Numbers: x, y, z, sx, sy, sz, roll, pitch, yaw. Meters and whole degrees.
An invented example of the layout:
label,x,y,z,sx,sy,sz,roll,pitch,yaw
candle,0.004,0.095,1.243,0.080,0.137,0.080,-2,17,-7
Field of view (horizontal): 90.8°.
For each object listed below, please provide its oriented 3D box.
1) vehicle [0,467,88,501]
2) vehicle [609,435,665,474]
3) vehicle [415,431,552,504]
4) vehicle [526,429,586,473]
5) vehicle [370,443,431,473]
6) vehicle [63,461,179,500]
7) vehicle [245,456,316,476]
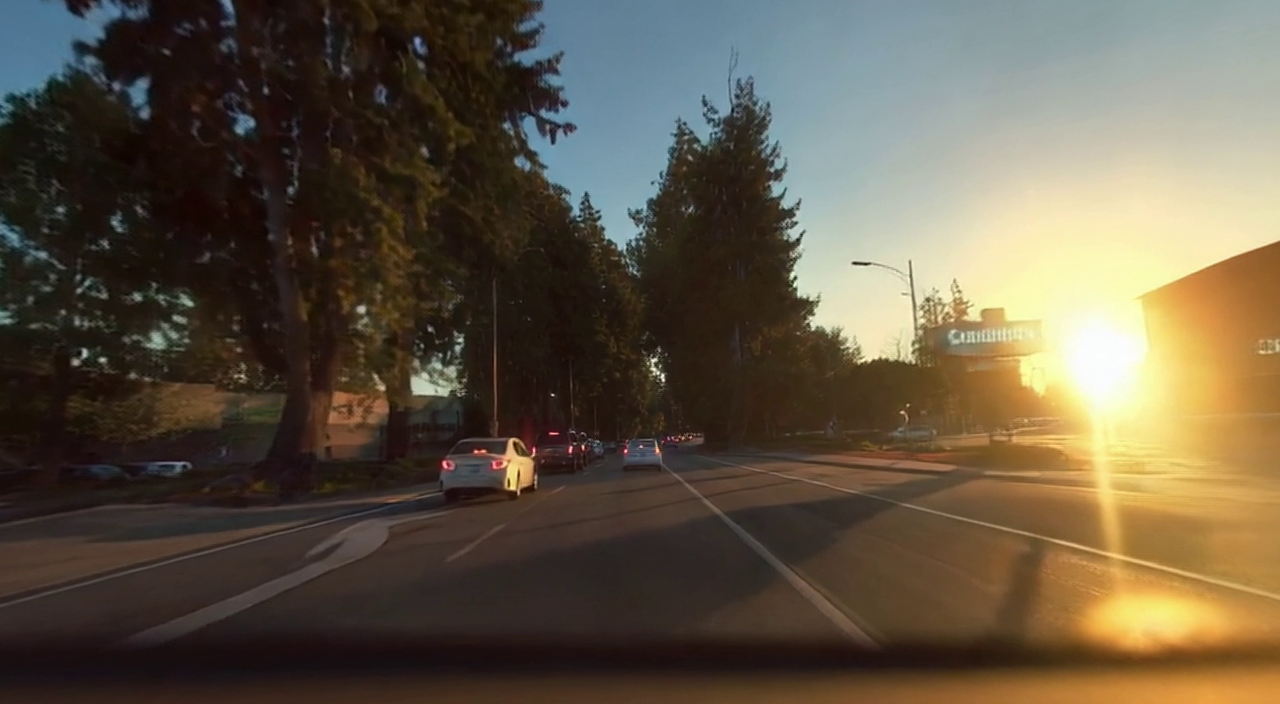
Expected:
label,x,y,z,sx,sy,sz,roll,pitch,yaw
vehicle,-29.154,6.247,29.994,4.193,1.435,1.770,0,-8,0
vehicle,-0.133,4.200,26.088,2.126,1.475,3.967,0,-8,-1
vehicle,-3.537,2.717,15.272,2.139,1.487,4.453,0,-8,1
vehicle,-3.517,4.251,27.267,2.046,1.751,4.208,0,-8,0
vehicle,-13.134,5.820,34.906,1.879,1.503,4.274,0,-8,-2
vehicle,-28.720,7.085,35.078,4.586,1.682,2.003,-3,-8,-4
vehicle,-27.558,8.736,48.537,4.300,1.427,1.877,1,-8,-7
